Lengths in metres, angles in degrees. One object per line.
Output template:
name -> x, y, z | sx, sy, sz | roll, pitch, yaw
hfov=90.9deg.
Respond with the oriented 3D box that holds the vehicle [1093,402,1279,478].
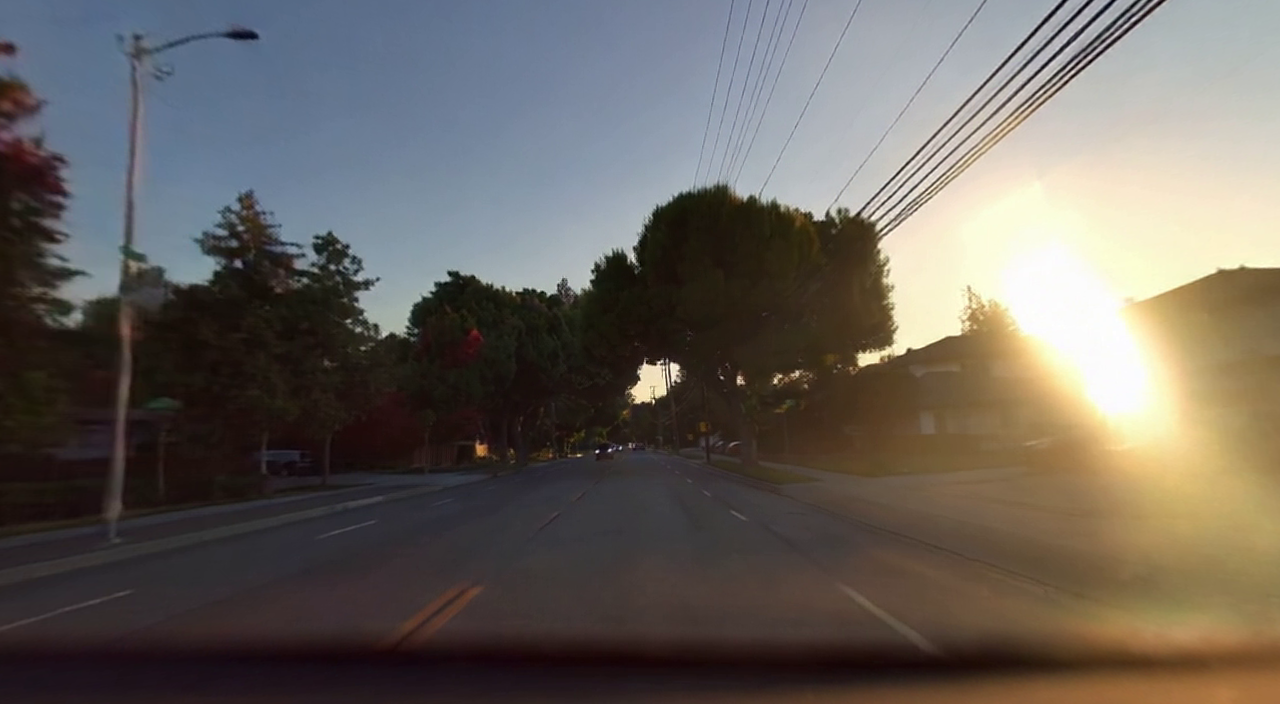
vehicle -> 14.129, 2.131, 15.404 | 4.512, 1.701, 2.017 | 0, -8, -1
